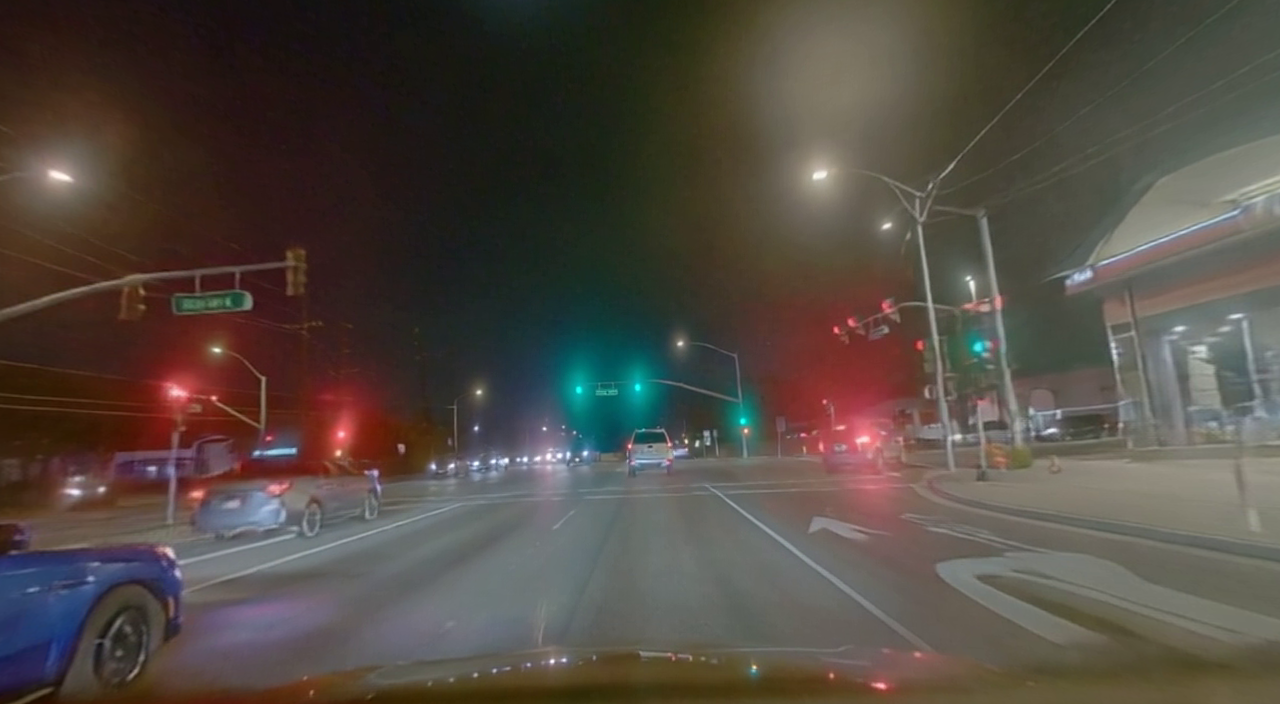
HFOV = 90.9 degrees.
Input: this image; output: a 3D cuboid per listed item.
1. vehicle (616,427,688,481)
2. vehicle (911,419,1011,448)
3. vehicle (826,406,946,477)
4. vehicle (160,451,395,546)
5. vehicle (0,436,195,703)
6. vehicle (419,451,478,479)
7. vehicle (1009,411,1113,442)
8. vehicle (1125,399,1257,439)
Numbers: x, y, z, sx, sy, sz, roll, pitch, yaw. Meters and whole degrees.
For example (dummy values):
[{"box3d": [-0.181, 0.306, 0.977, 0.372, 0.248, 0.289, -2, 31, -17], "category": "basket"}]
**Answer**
[{"box3d": [0.383, 3.968, 24.756, 2.513, 1.854, 5.235, 0, -9, -1], "category": "vehicle"}, {"box3d": [17.643, 4.515, 34.782, 4.430, 1.480, 1.923, 0, -9, -1], "category": "vehicle"}, {"box3d": [8.882, 3.195, 22.377, 2.452, 2.148, 5.877, -6, -10, 35], "category": "vehicle"}, {"box3d": [-6.690, 2.702, 12.375, 1.966, 1.461, 4.422, 0, -9, 0], "category": "vehicle"}, {"box3d": [-3.699, 0.950, 1.666, 1.996, 1.463, 4.094, 0, -9, 1], "category": "vehicle"}, {"box3d": [-11.254, 6.667, 37.453, 2.016, 1.468, 4.612, 0, -9, 0], "category": "vehicle"}, {"box3d": [25.618, 4.570, 38.509, 4.769, 1.486, 2.043, -3, -9, 0], "category": "vehicle"}, {"box3d": [26.161, 3.220, 30.028, 4.386, 1.760, 2.228, 1, -9, -7], "category": "vehicle"}]
